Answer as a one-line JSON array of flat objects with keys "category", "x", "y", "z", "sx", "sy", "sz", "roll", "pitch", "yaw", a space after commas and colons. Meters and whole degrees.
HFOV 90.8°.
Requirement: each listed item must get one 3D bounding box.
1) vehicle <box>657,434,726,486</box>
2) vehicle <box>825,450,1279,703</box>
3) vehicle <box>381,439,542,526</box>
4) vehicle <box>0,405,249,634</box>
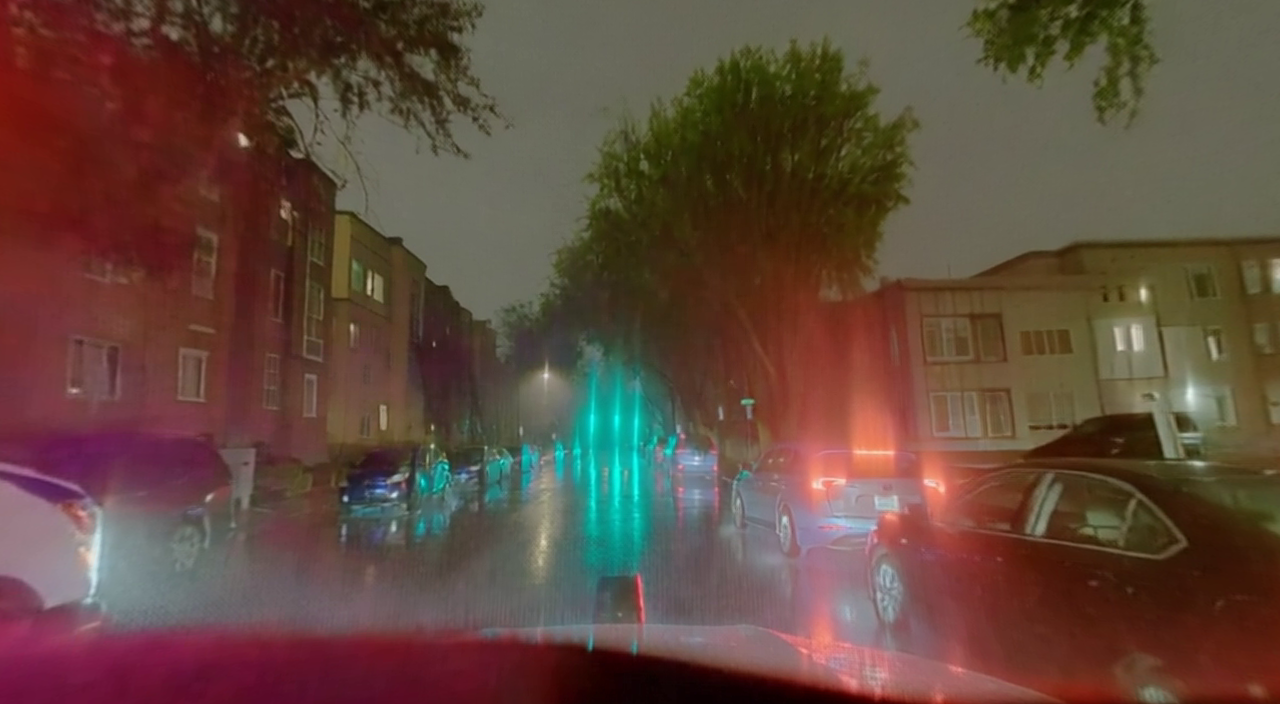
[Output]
[{"category": "vehicle", "x": 1.735, "y": 3.787, "z": 22.488, "sx": 1.878, "sy": 1.664, "sz": 4.033, "roll": 1, "pitch": -8, "yaw": -3}, {"category": "vehicle", "x": 2.435, "y": 1.151, "z": 2.969, "sx": 1.720, "sy": 1.333, "sz": 4.233, "roll": 0, "pitch": -8, "yaw": -2}, {"category": "vehicle", "x": -3.529, "y": 2.639, "z": 13.466, "sx": 1.966, "sy": 1.515, "sz": 4.394, "roll": 0, "pitch": -8, "yaw": 3}, {"category": "vehicle", "x": -6.513, "y": 1.541, "z": 5.745, "sx": 2.308, "sy": 1.877, "sz": 6.060, "roll": -4, "pitch": -8, "yaw": -2}]
